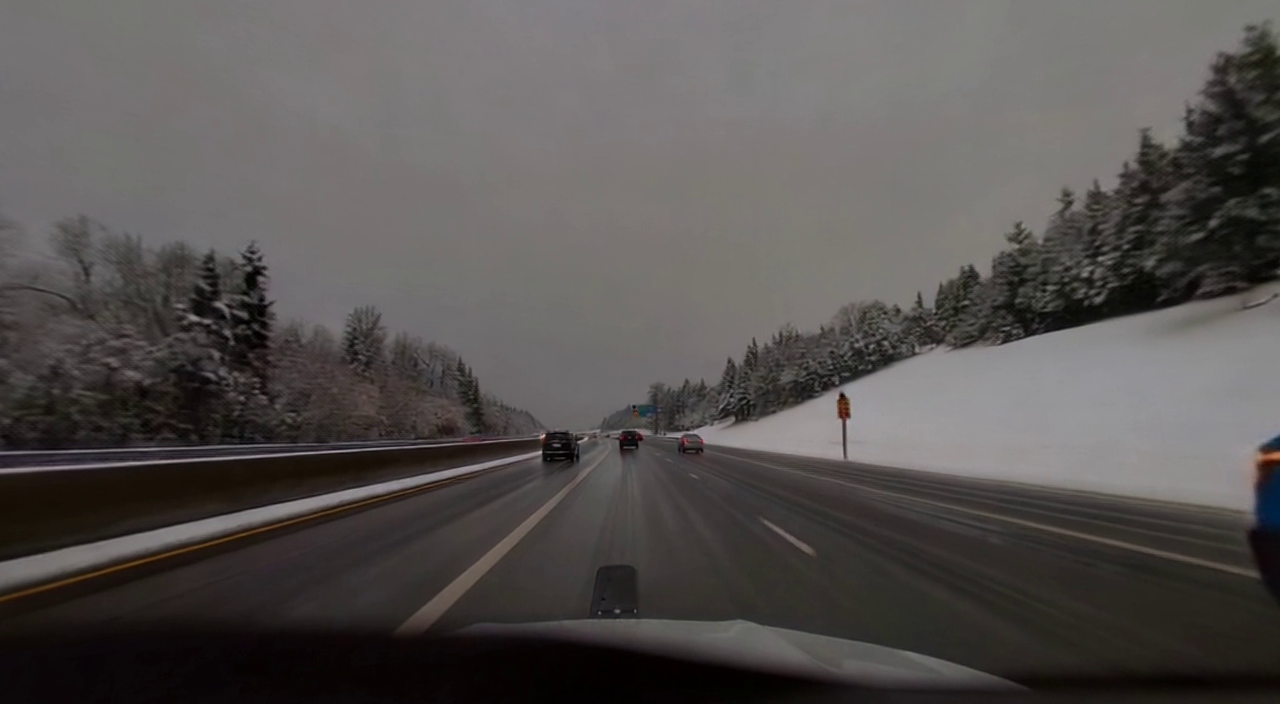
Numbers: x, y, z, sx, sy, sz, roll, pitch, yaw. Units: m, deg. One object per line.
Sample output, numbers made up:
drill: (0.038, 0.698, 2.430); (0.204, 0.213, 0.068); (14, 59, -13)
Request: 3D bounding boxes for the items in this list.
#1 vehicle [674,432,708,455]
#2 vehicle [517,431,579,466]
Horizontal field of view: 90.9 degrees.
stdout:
vehicle: (3.390, 6.159, 42.332); (1.806, 1.469, 3.681); (0, -8, -2)
vehicle: (-4.097, 4.356, 28.732); (2.204, 1.486, 4.121); (0, -8, 0)
